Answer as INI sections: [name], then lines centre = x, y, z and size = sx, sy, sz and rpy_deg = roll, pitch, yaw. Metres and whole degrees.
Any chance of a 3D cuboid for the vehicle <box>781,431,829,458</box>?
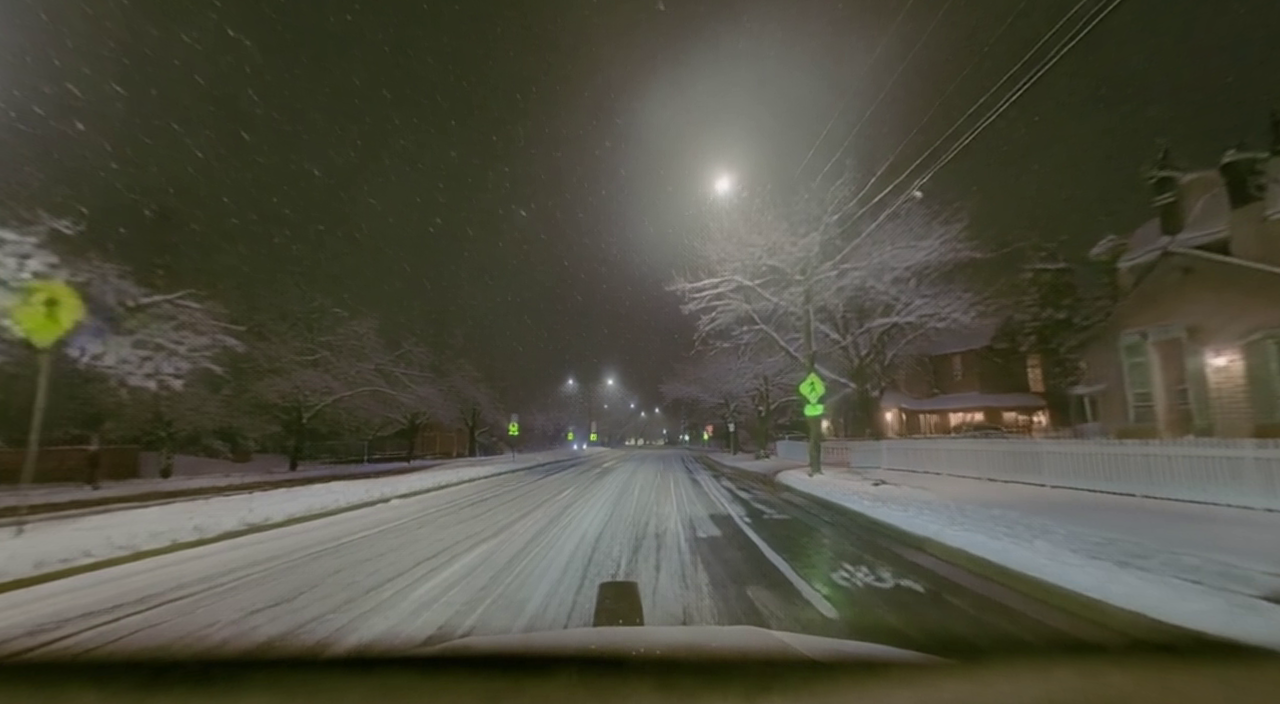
[vehicle]
centre = 11.031, 6.242, 42.553
size = 1.938, 1.695, 4.296
rpy_deg = 0, -8, -1
